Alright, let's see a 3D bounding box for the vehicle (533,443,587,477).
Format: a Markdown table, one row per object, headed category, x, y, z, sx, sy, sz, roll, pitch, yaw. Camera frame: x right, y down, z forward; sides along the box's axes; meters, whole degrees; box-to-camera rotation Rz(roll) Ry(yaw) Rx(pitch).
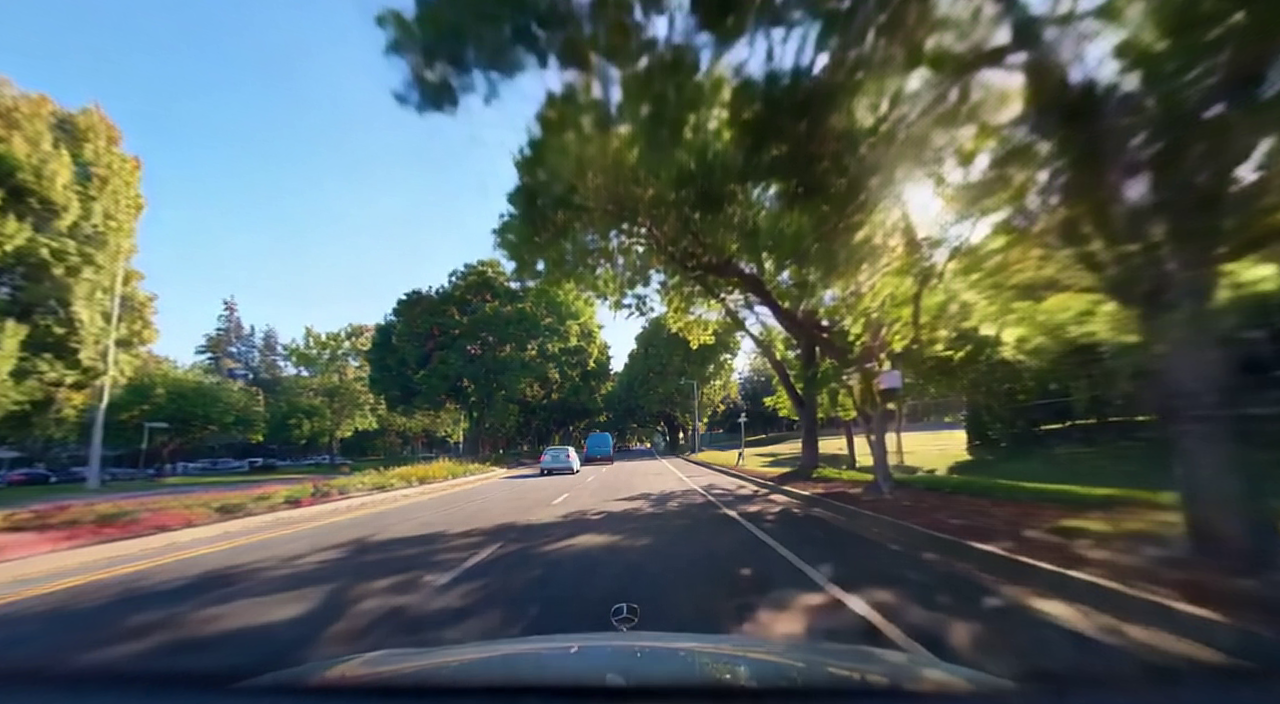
| category | x | y | z | sx | sy | sz | roll | pitch | yaw |
| --- | --- | --- | --- | --- | --- | --- | --- | --- | --- |
| vehicle | -3.597 | 4.959 | 29.241 | 2.009 | 1.473 | 4.028 | 0 | -9 | 0 |
